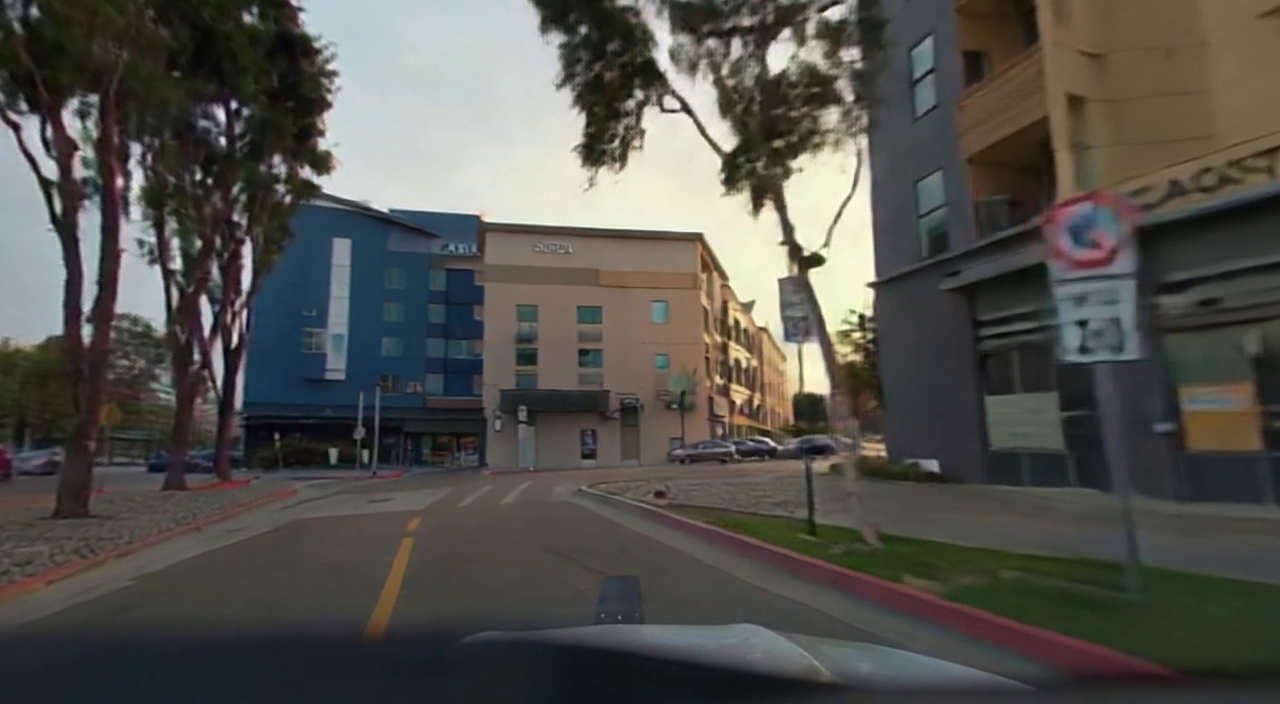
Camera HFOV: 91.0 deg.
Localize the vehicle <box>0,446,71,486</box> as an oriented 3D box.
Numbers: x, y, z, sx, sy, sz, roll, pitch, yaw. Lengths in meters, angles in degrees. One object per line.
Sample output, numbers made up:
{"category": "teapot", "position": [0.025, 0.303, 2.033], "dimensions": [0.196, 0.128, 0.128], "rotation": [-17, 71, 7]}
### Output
{"category": "vehicle", "position": [-35.169, 6.502, 36.239], "dimensions": [1.870, 1.563, 4.039], "rotation": [18, -11, -19]}
